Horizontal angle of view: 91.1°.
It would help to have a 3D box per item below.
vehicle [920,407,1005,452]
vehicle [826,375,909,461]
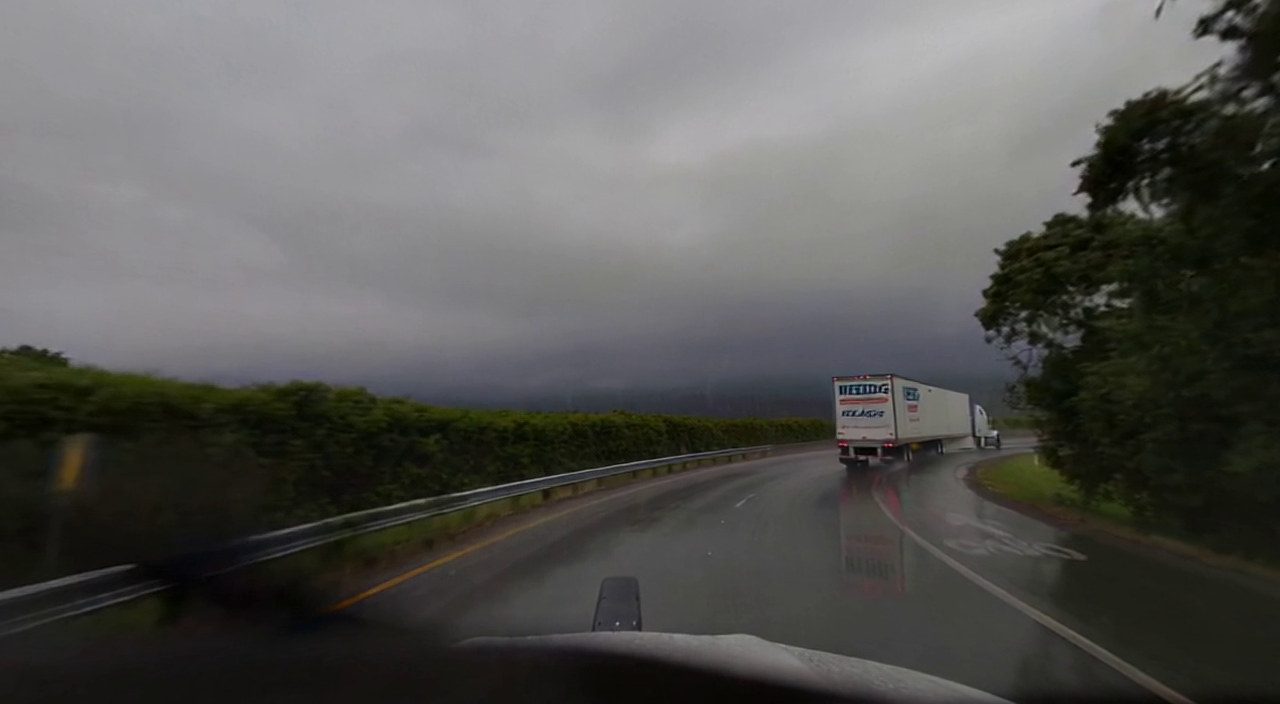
[{"bbox_3d":[19.767,4.727,38.327,6.650,2.524,2.120,6,-10,-41],"label":"vehicle"},{"bbox_3d":[10.740,3.150,29.586,2.963,3.771,3.137,-5,-9,30],"label":"vehicle"}]
